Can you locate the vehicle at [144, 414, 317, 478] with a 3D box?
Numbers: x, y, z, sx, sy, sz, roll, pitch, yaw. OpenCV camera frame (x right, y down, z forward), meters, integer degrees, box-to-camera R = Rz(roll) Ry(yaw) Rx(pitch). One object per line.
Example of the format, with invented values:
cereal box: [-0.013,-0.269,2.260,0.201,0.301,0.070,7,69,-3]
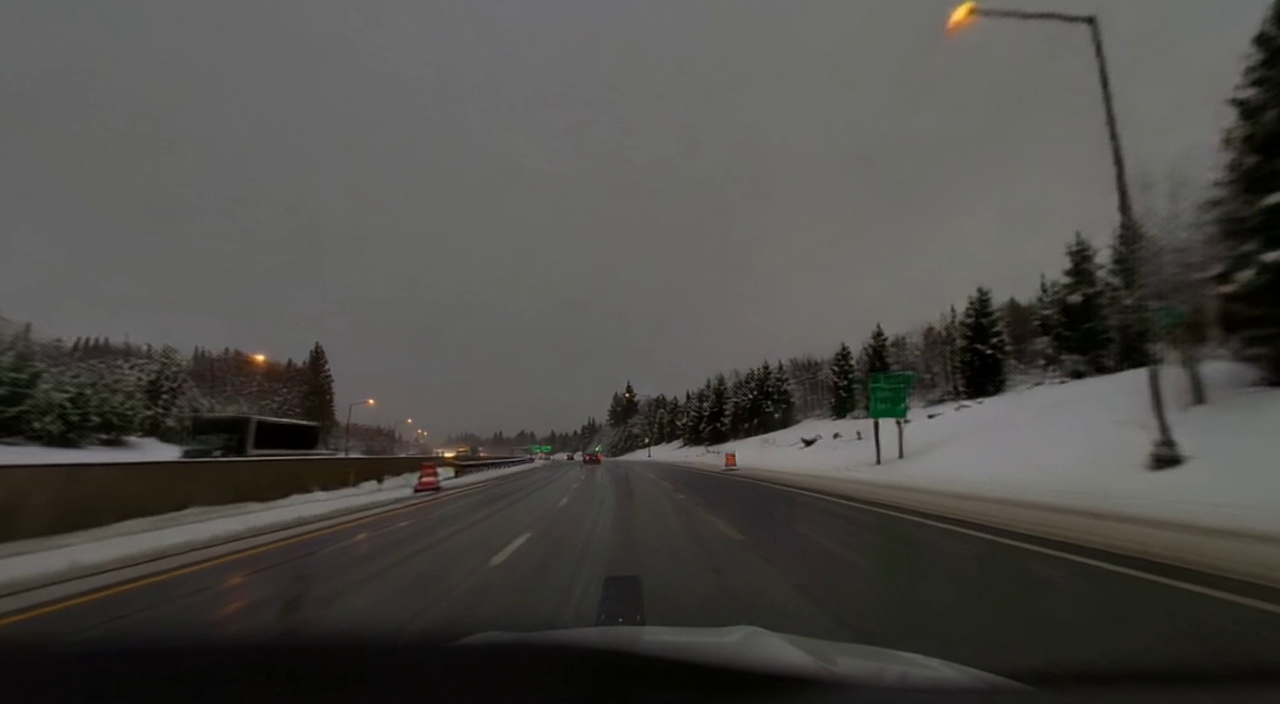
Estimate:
vehicle: [-17.674,4.348,27.970,2.750,2.474,7.300,0,-11,0]
